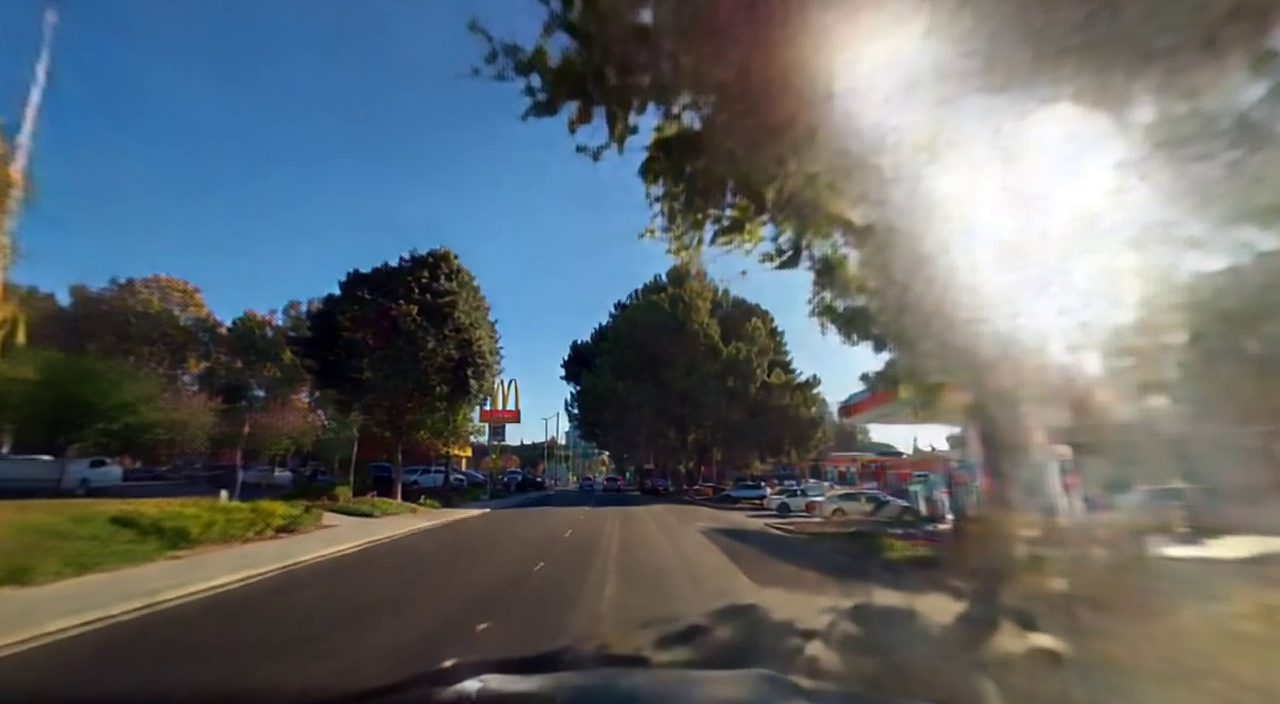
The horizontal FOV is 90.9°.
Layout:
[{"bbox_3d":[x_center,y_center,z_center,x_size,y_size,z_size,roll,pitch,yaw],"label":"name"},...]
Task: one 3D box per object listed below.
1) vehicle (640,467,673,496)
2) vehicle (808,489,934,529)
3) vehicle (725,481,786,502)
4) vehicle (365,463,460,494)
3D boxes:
[{"bbox_3d":[1.196,9.875,48.296,2.153,2.074,5.188,1,-11,-3],"label":"vehicle"},{"bbox_3d":[9.240,6.320,25.474,4.316,1.462,1.921,1,-11,-3],"label":"vehicle"},{"bbox_3d":[8.586,10.471,47.180,4.123,1.446,1.807,1,-11,-4],"label":"vehicle"},{"bbox_3d":[-12.982,7.254,36.135,4.575,1.641,2.006,11,-15,-44],"label":"vehicle"}]
